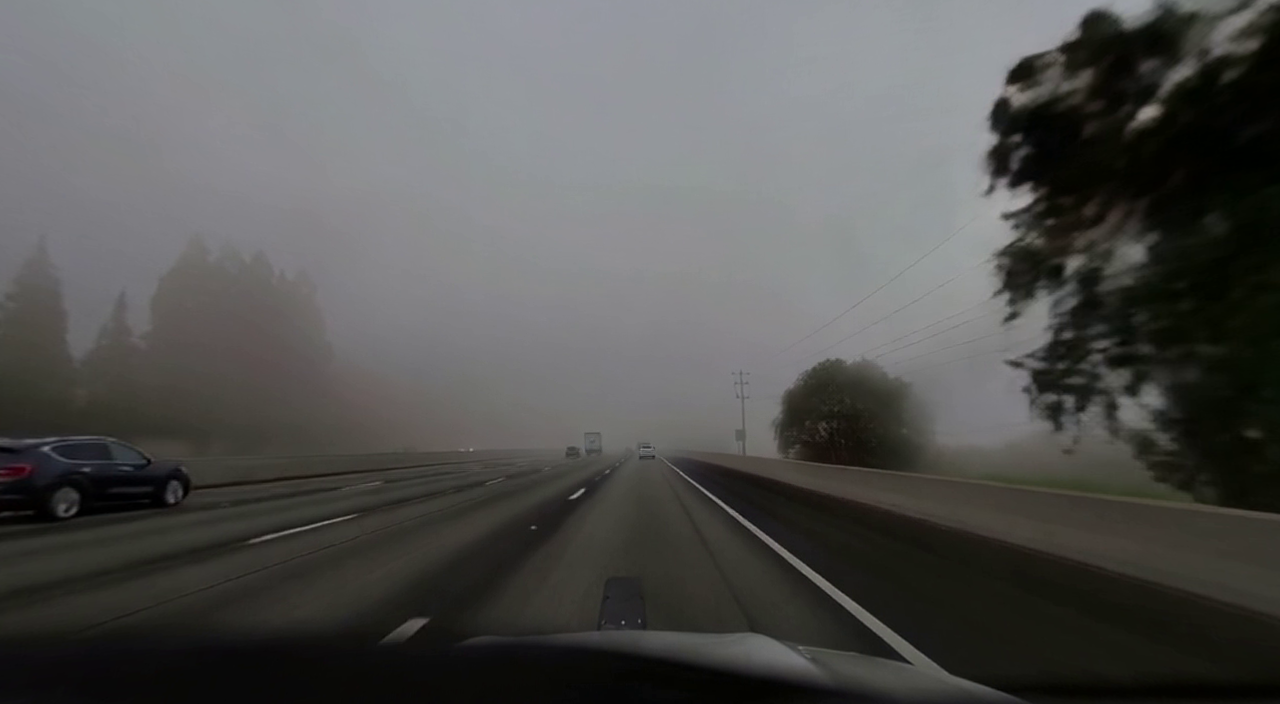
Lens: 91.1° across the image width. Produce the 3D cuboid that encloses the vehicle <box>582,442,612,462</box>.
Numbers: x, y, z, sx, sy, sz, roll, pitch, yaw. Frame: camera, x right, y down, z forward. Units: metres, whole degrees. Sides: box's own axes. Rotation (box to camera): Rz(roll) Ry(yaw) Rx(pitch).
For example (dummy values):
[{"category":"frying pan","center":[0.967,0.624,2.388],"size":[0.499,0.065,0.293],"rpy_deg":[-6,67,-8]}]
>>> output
[{"category":"vehicle","center":[-3.297,7.769,48.780],"size":[2.046,1.478,4.111],"rpy_deg":[0,-8,0]}]

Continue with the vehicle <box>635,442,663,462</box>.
[{"category":"vehicle","center":[0.684,7.888,49.608],"size":[2.057,1.453,3.926],"rpy_deg":[0,-8,0]}]

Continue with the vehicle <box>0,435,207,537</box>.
[{"category":"vehicle","center":[-10.480,2.280,11.297],"size":[1.955,1.496,4.732],"rpy_deg":[0,-8,1]}]
